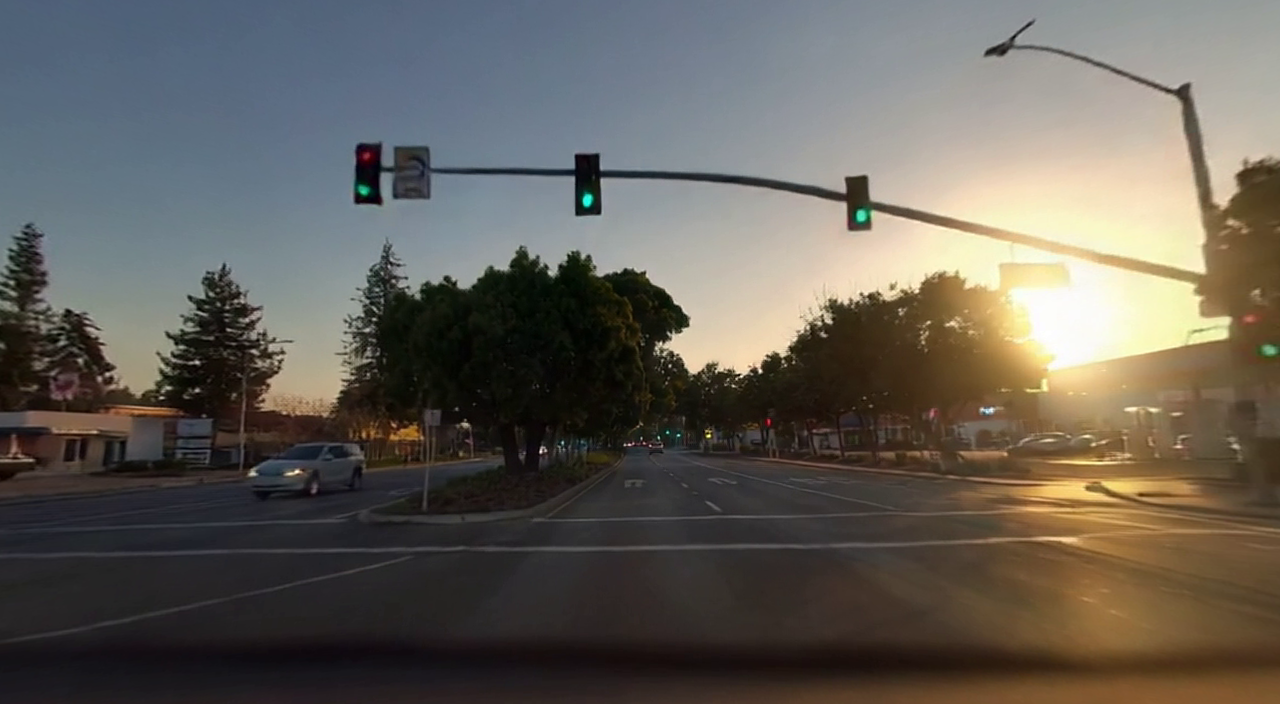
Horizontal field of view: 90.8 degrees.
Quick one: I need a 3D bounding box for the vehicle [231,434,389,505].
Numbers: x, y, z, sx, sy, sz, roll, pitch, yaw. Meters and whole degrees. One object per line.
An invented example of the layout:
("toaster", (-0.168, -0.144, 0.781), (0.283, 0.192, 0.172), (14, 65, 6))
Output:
("vehicle", (-8.450, 3.048, 16.706), (1.913, 1.478, 4.312), (-4, -9, -1))
